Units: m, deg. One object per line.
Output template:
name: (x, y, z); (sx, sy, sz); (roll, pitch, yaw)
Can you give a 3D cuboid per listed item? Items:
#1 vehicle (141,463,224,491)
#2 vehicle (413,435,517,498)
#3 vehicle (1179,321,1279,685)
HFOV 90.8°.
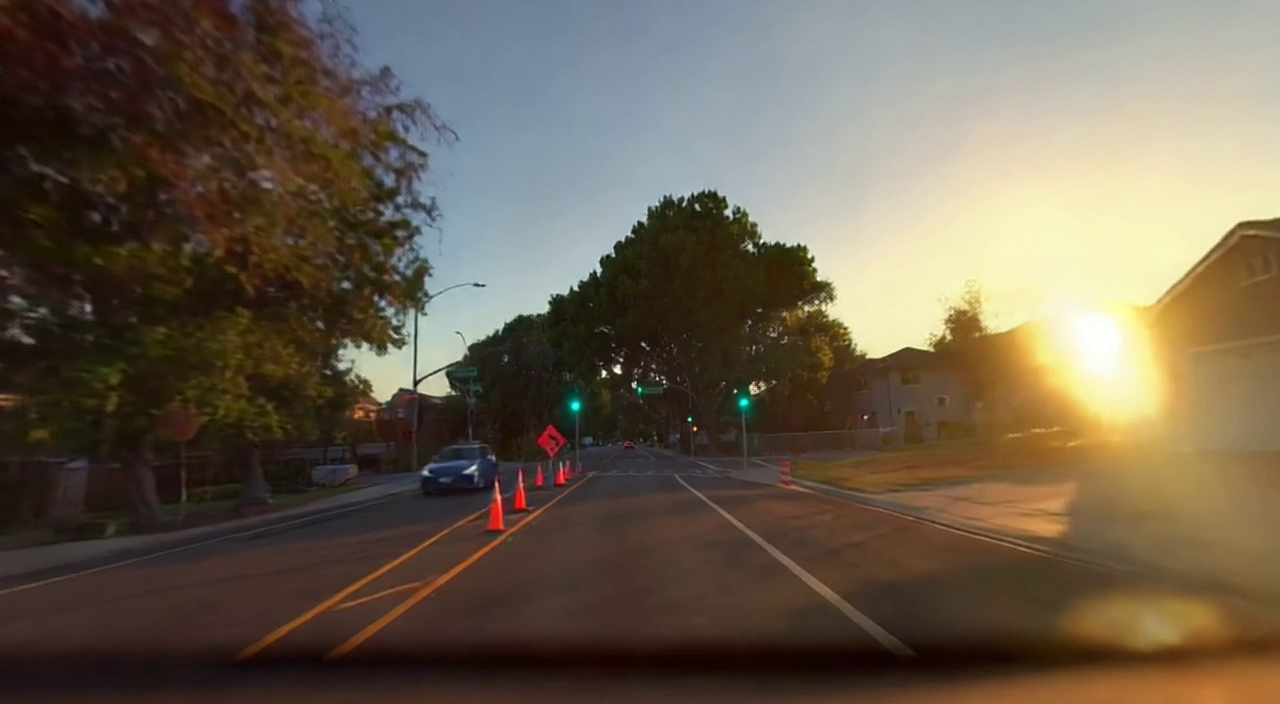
vehicle: (-33.821, 9.240, 46.807); (4.433, 1.908, 2.090); (0, -8, -4)
vehicle: (-5.805, 3.857, 21.662); (2.240, 1.879, 4.847); (0, -9, -1)
vehicle: (4.680, 0.520, 1.322); (2.404, 2.054, 5.588); (-1, -9, 4)
